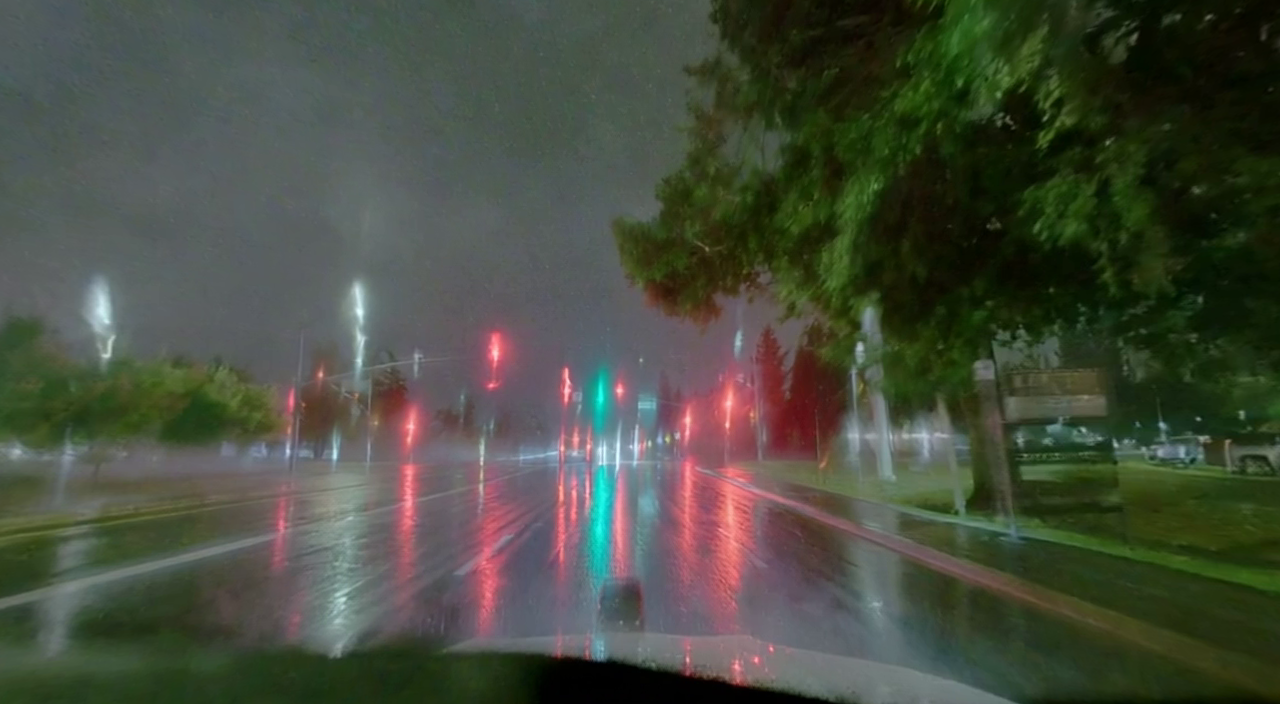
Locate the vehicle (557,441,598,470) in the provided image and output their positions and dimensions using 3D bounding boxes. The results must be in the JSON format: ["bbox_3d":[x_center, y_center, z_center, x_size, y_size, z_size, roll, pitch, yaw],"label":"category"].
[{"bbox_3d":[-3.695,6.200,38.074,2.076,1.599,4.483,0,-9,-1],"label":"vehicle"}]

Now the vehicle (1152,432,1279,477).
[{"bbox_3d":[26.661,4.653,28.694,4.641,1.714,2.065,-7,-10,18],"label":"vehicle"}]
